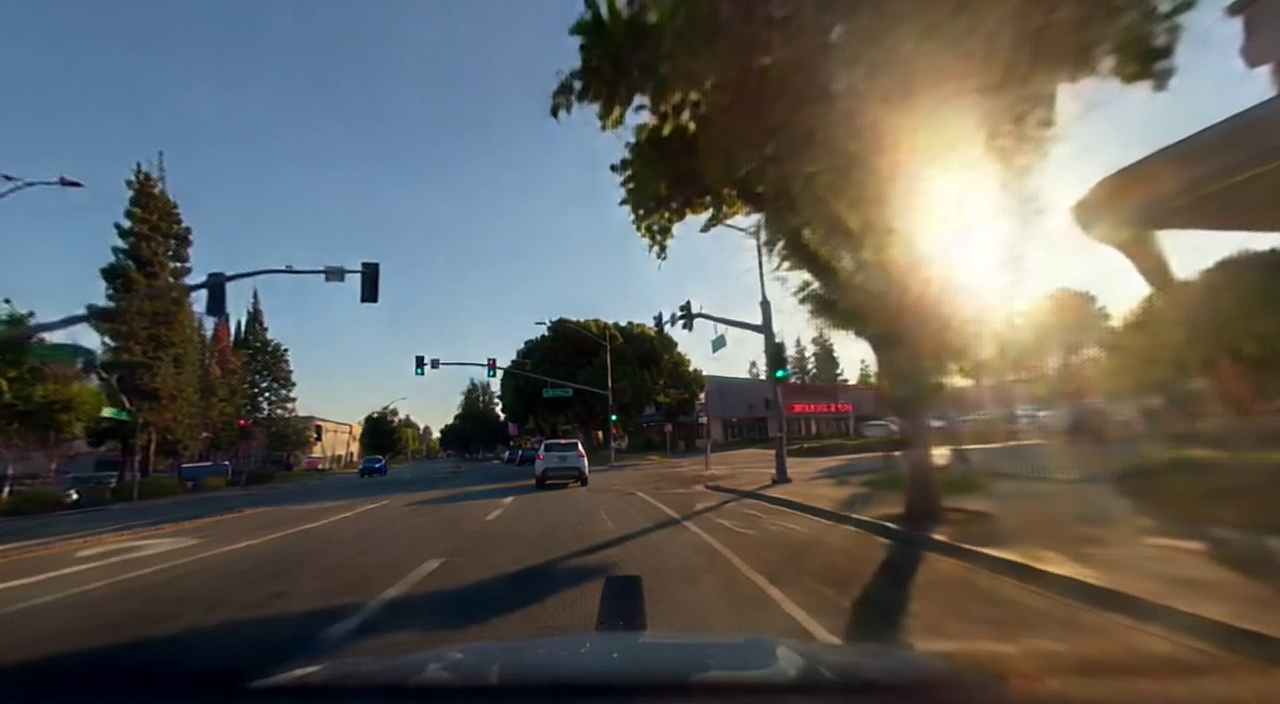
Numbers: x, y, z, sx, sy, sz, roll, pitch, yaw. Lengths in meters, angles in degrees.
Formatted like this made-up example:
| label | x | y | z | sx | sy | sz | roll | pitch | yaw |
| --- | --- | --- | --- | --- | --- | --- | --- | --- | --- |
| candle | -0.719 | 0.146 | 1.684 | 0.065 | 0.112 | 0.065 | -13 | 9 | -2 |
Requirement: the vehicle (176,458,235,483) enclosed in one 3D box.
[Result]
| label | x | y | z | sx | sy | sz | roll | pitch | yaw |
| --- | --- | --- | --- | --- | --- | --- | --- | --- | --- |
| vehicle | -32.476 | 8.868 | 47.364 | 2.142 | 1.671 | 4.083 | 1 | -8 | -11 |

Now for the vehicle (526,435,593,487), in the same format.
| label | x | y | z | sx | sy | sz | roll | pitch | yaw |
| --- | --- | --- | --- | --- | --- | --- | --- | --- | --- |
| vehicle | -3.085 | 4.010 | 23.524 | 2.227 | 1.733 | 3.930 | 1 | -8 | -11 |

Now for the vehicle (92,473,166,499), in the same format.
| label | x | y | z | sx | sy | sz | roll | pitch | yaw |
| --- | --- | --- | --- | --- | --- | --- | --- | --- | --- |
| vehicle | -35.861 | 9.396 | 44.481 | 2.004 | 1.479 | 4.230 | 1 | -8 | -7 |
